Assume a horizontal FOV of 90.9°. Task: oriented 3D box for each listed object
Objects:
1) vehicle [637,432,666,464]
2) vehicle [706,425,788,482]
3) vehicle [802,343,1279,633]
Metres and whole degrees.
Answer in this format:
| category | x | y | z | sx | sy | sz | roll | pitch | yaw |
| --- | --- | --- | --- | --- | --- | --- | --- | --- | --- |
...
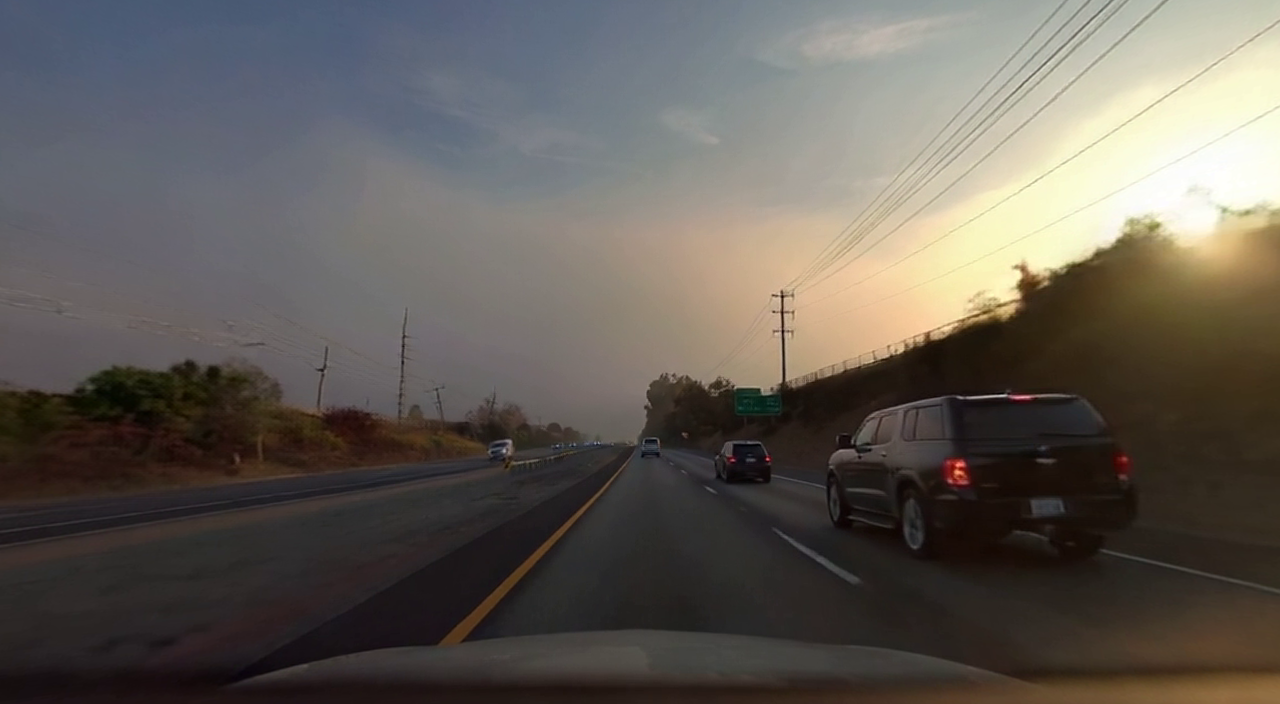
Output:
| category | x | y | z | sx | sy | sz | roll | pitch | yaw |
| --- | --- | --- | --- | --- | --- | --- | --- | --- | --- |
| vehicle | 0.827 | 7.382 | 48.633 | 2.099 | 2.260 | 4.899 | 0 | -8 | 0 |
| vehicle | 4.390 | 4.318 | 27.024 | 2.594 | 2.155 | 5.670 | -1 | -8 | 1 |
| vehicle | 3.600 | 1.337 | 7.126 | 2.145 | 2.069 | 5.057 | 0 | -8 | 0 |
